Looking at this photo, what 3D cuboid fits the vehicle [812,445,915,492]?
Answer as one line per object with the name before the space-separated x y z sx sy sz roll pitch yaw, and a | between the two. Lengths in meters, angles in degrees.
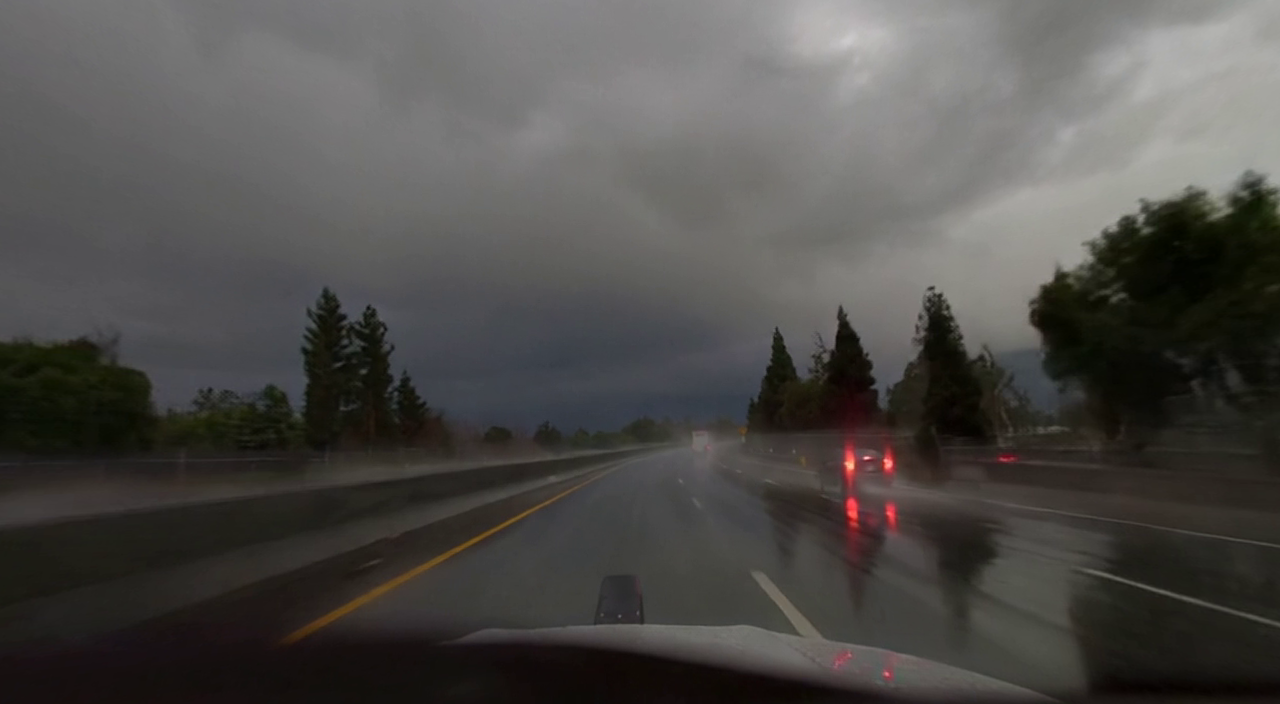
vehicle | 7.804 4.090 22.461 1.983 1.486 4.545 -1 -9 0
